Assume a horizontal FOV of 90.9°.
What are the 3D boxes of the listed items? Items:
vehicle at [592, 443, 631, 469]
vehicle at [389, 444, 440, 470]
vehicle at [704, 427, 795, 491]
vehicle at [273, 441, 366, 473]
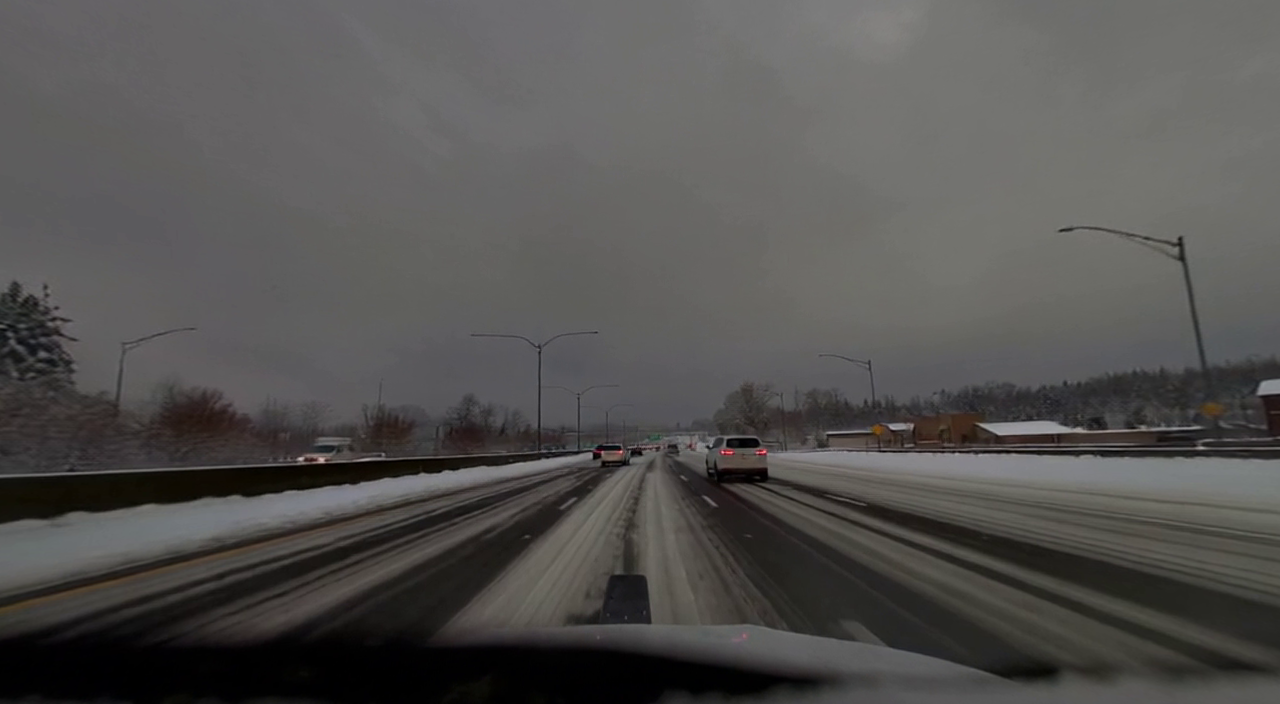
[{"bbox_3d":[-1.706,6.442,39.242,2.080,1.542,4.718,-1,-8,2],"label":"vehicle"},{"bbox_3d":[-12.365,5.752,34.715,1.444,1.317,3.299,-1,-8,2],"label":"vehicle"},{"bbox_3d":[3.487,3.517,21.070,2.148,1.852,4.835,0,-8,0],"label":"vehicle"},{"bbox_3d":[-18.693,6.138,37.154,2.451,1.688,5.617,0,-9,1],"label":"vehicle"}]
